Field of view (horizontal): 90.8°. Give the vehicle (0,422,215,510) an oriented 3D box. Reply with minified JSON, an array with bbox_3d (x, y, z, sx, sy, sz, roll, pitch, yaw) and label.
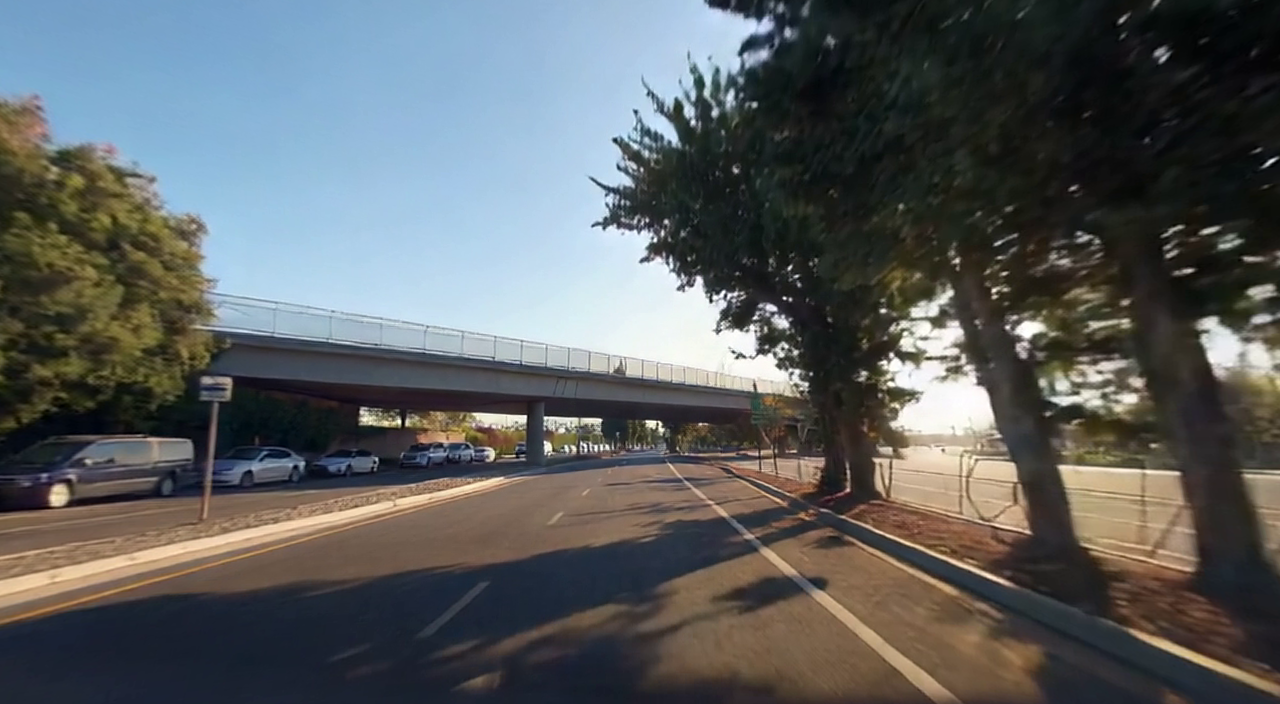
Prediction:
[{"bbox_3d":[-14.360,2.993,16.860,2.074,1.910,5.314,2,-10,2],"label":"vehicle"}]

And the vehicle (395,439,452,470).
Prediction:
[{"bbox_3d":[-13.372,6.360,39.337,1.903,1.703,4.346,2,-9,1],"label":"vehicle"}]

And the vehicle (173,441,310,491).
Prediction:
[{"bbox_3d":[-13.989,4.027,22.521,1.908,1.559,4.301,0,-9,2],"label":"vehicle"}]

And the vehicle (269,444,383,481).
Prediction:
[{"bbox_3d":[-13.885,4.890,28.389,2.155,1.477,5.369,-1,-8,3],"label":"vehicle"}]
